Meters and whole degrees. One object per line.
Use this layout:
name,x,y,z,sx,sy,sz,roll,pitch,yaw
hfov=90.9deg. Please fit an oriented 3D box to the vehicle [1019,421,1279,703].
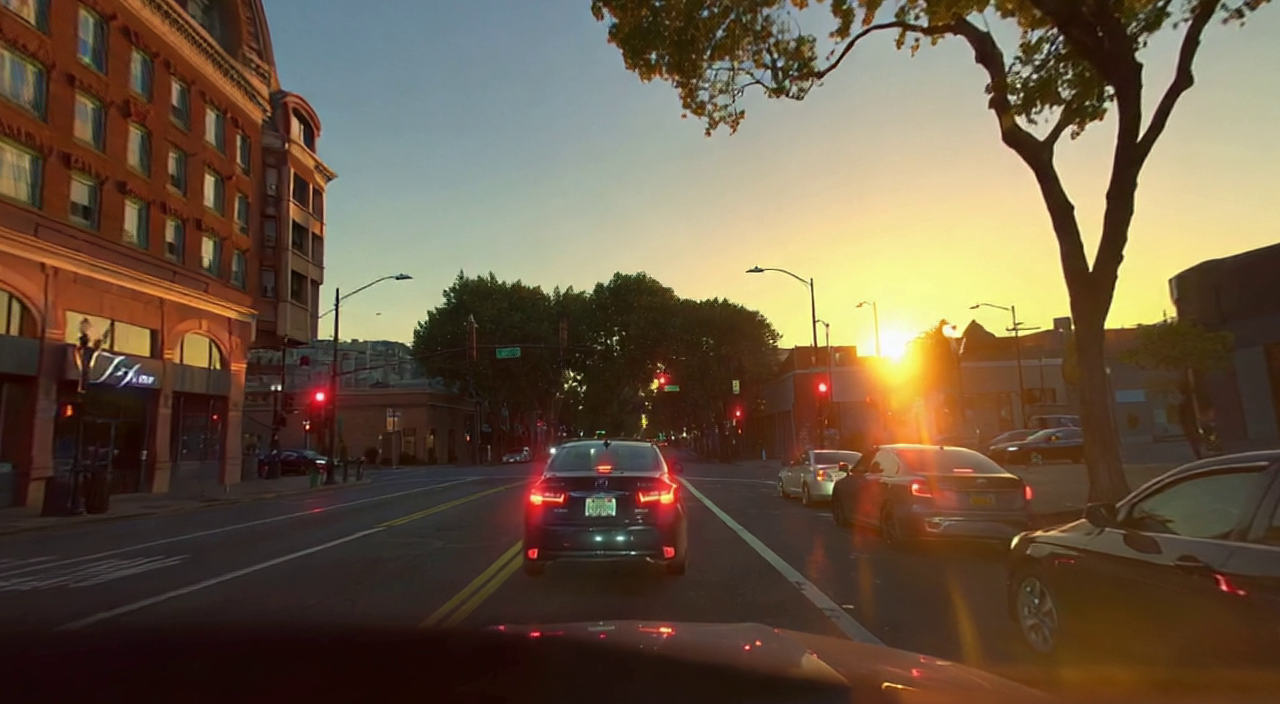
vehicle,3.178,0.827,1.107,2.006,1.496,4.767,0,-9,-1

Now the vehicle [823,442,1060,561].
vehicle,4.576,2.279,10.522,1.912,1.505,4.618,-1,-8,3

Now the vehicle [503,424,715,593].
vehicle,-0.310,1.678,7.565,1.888,1.489,3.703,0,-8,-1
